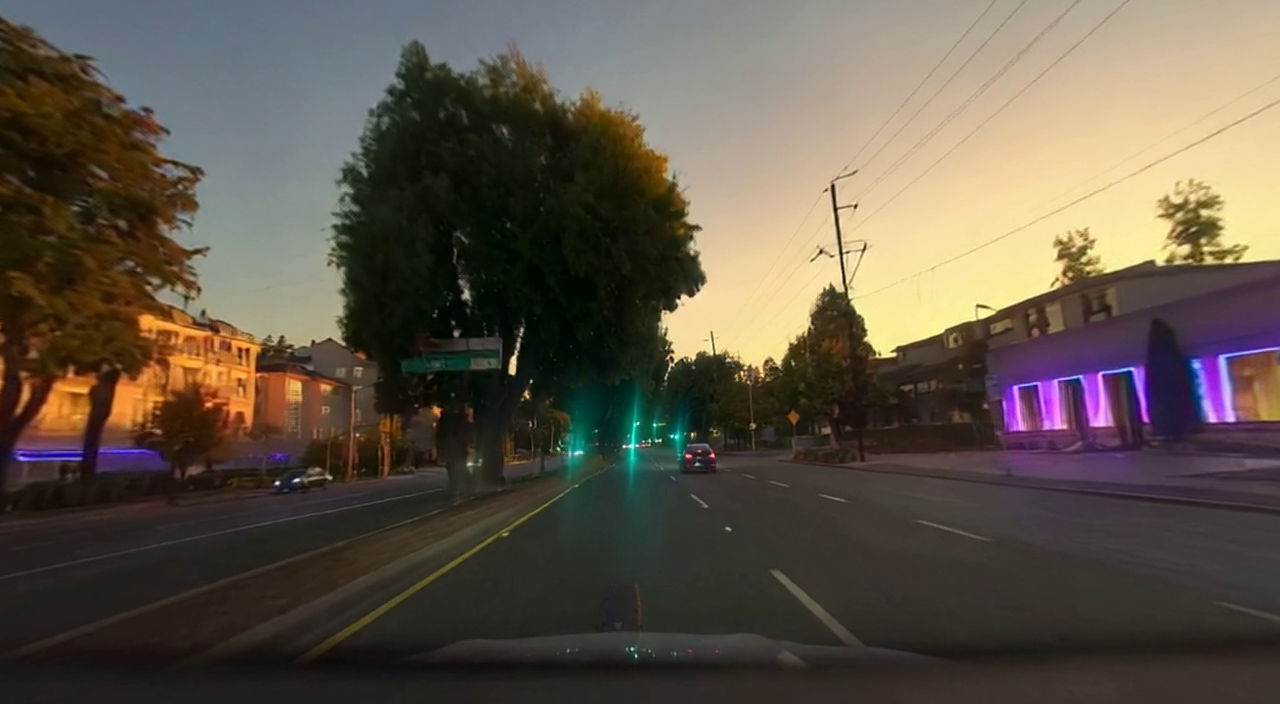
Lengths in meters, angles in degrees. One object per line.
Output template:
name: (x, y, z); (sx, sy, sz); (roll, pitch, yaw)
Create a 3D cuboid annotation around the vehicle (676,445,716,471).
vehicle: (3.247, 6.236, 37.382); (1.929, 1.411, 4.284); (0, -8, -1)
